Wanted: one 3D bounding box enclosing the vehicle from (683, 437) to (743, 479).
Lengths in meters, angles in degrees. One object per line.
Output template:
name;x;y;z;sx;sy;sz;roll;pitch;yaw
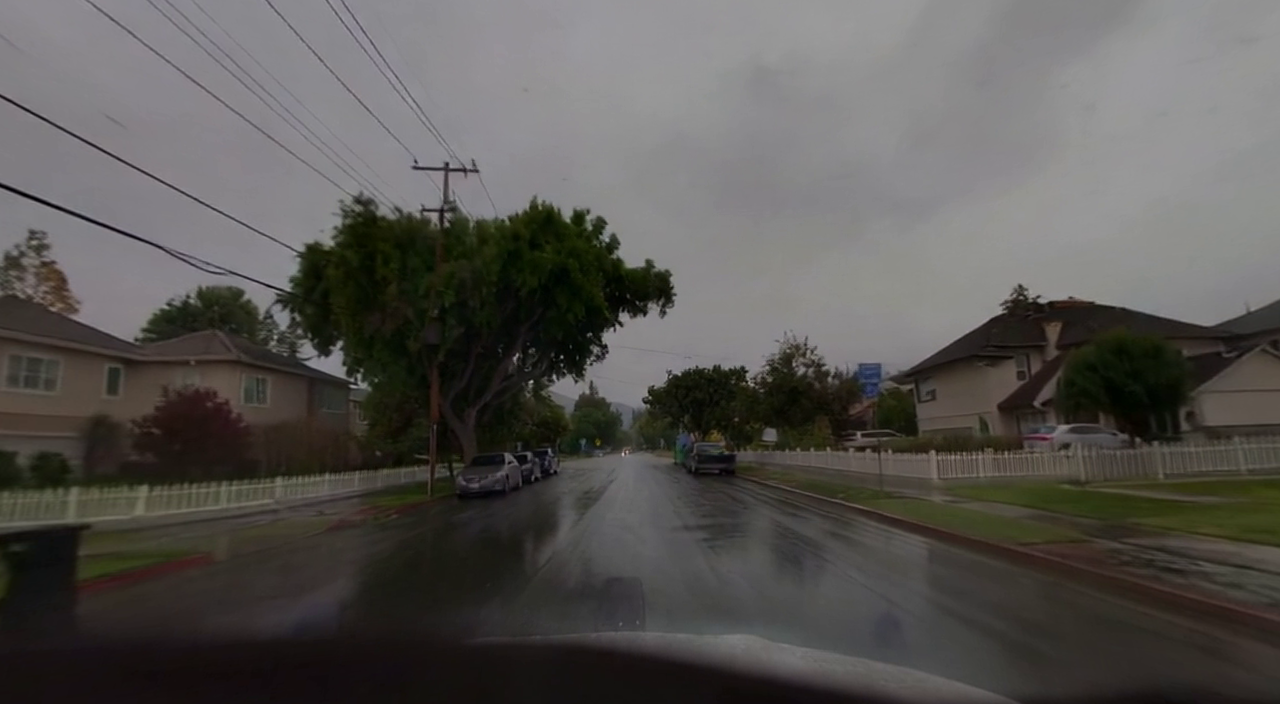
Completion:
vehicle;3.705;5.540;33.345;2.407;1.948;6.408;0;-9;0

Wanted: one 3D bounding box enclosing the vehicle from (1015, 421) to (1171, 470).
vehicle;17.315;3.620;24.342;4.268;1.788;2.156;0;-9;0

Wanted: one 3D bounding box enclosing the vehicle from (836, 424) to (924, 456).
vehicle;15.132;5.595;40.046;4.612;1.916;2.159;0;-9;-2

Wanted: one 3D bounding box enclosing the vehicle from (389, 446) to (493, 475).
vehicle;-13.370;7.336;42.736;6.224;1.862;2.312;0;-9;0

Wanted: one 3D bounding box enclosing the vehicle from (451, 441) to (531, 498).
vehicle;-5.909;4.642;25.630;2.050;1.911;4.852;-3;-8;0
